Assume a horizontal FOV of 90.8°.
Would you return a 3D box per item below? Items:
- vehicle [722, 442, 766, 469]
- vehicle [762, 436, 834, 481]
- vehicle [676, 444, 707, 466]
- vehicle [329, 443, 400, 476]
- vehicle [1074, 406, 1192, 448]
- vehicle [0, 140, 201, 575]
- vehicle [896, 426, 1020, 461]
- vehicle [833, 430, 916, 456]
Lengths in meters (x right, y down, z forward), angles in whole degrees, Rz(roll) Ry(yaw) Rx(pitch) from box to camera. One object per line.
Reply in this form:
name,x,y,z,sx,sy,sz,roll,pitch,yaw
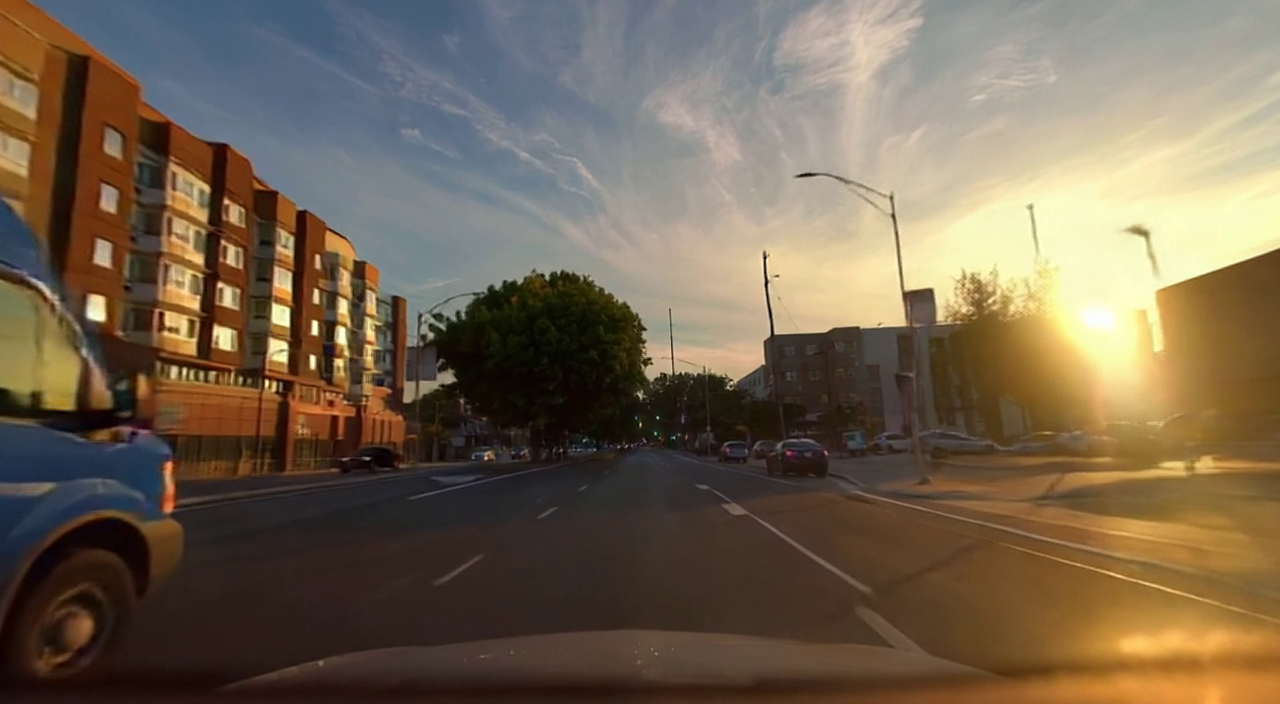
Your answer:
vehicle,6.881,6.861,42.169,2.063,1.631,4.507,0,-8,-1
vehicle,6.635,4.517,27.101,2.175,1.770,4.373,-1,-8,3
vehicle,3.741,7.505,46.354,1.878,1.534,4.120,0,-8,0
vehicle,-15.161,5.905,35.084,2.014,1.700,4.308,0,-8,0
vehicle,30.715,4.748,39.539,5.204,2.465,2.316,-1,-8,5
vehicle,-5.737,-0.225,2.449,2.763,2.974,7.562,0,-8,-2
vehicle,15.233,4.410,30.495,4.830,1.605,1.982,-1,-9,4
vehicle,15.048,5.856,40.707,4.527,1.637,1.887,0,-8,-1
